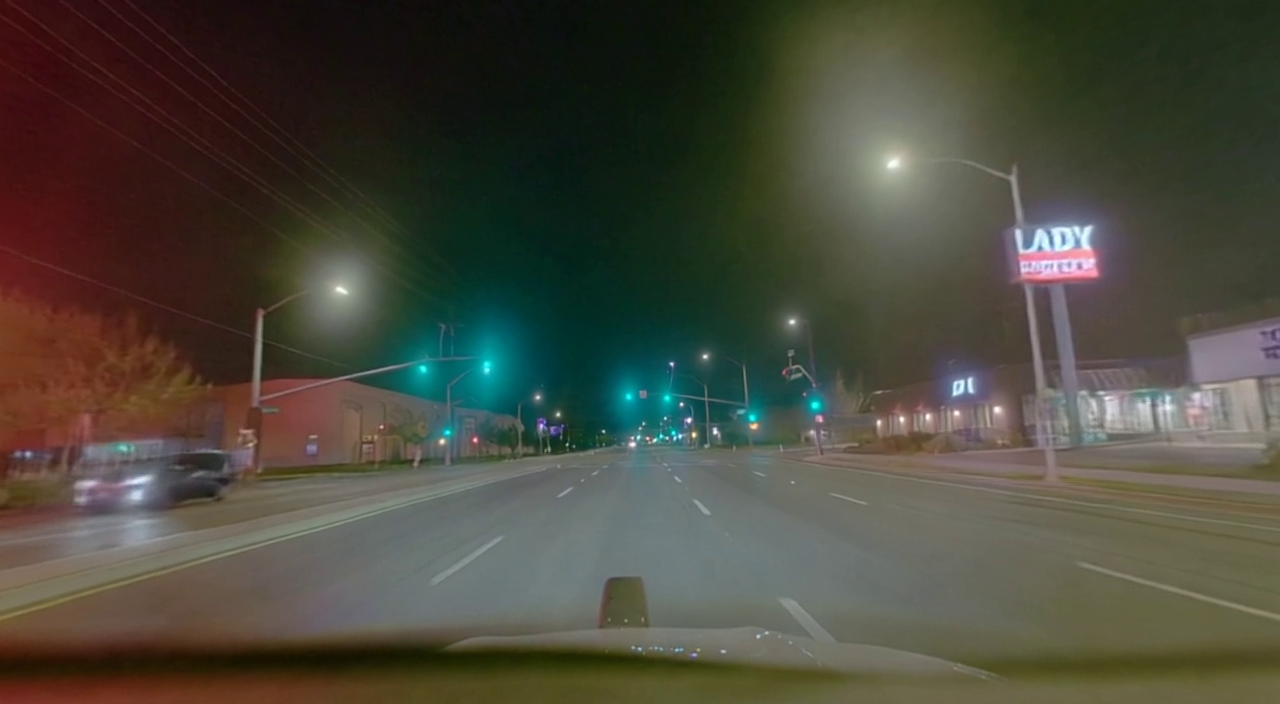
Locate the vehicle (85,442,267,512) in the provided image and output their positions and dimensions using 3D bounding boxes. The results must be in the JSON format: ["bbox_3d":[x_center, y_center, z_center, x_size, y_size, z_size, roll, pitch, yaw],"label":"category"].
[{"bbox_3d":[-14.592,3.885,20.328,2.208,1.924,5.018,0,-8,-3],"label":"vehicle"}]
